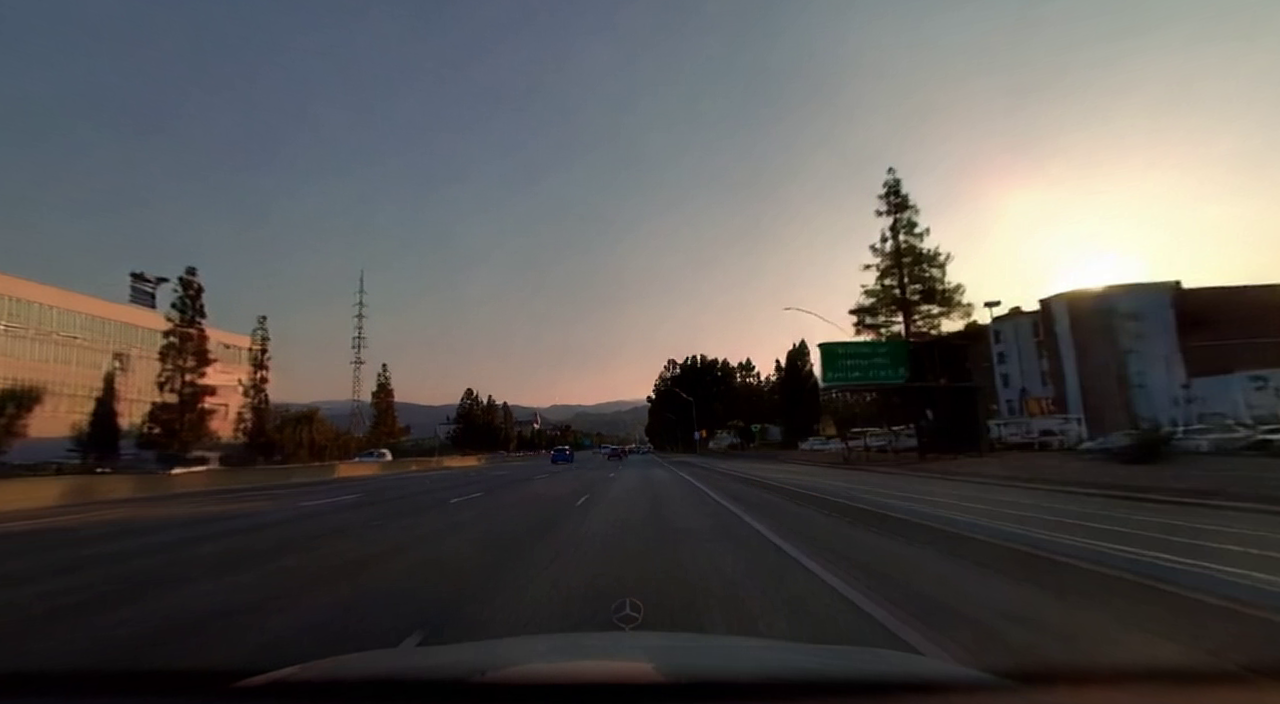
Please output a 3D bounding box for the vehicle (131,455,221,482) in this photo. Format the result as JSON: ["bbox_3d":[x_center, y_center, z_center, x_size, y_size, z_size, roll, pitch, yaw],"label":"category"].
[{"bbox_3d":[-31.167,7.822,42.598,2.125,1.597,5.172,0,-8,1],"label":"vehicle"}]

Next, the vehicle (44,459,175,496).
[{"bbox_3d":[-24.188,5.699,29.035,2.032,1.455,4.585,0,-8,0],"label":"vehicle"}]

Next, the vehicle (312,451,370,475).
[{"bbox_3d":[-20.110,7.468,42.661,1.797,1.506,4.153,-1,-8,1],"label":"vehicle"}]
